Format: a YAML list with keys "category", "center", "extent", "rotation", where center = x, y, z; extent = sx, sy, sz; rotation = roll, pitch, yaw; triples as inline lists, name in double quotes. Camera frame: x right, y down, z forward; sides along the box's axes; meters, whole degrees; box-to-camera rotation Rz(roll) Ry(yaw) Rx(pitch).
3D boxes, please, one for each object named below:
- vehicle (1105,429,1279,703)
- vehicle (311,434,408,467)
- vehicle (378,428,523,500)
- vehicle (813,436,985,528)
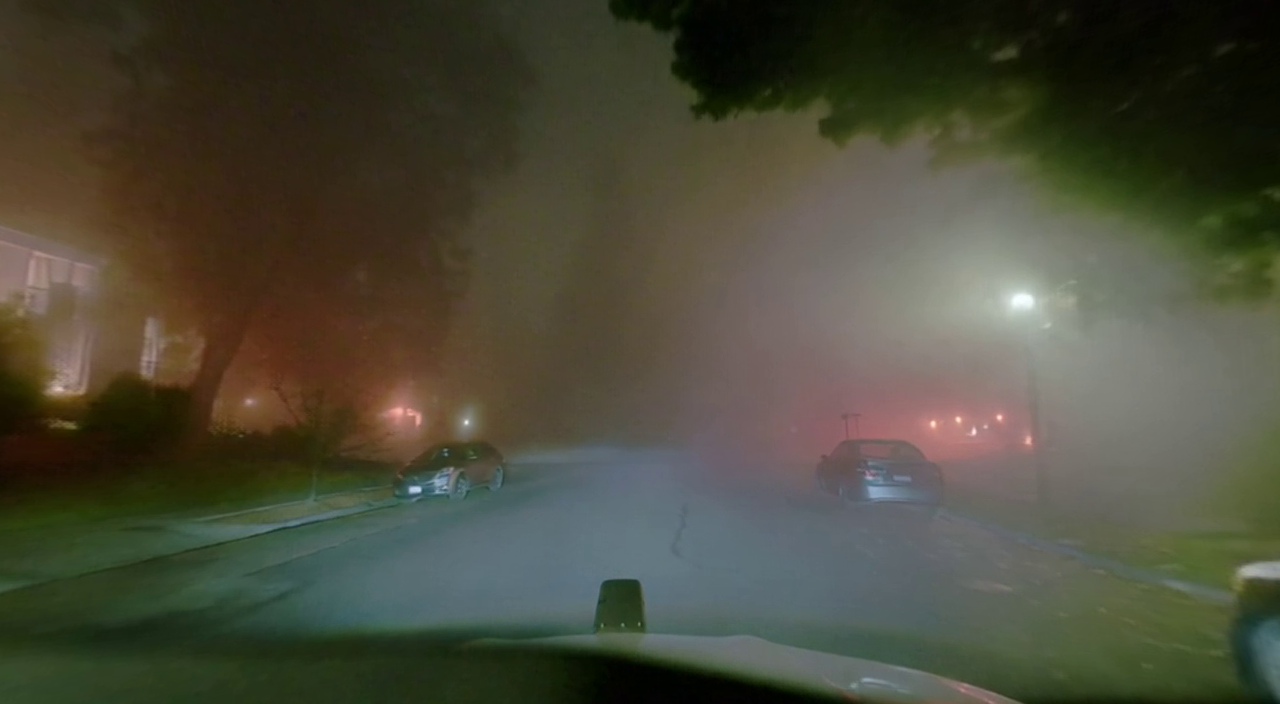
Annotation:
- category: "vehicle"
  center: [3.711, 0.882, 1.391]
  extent: [2.088, 1.429, 4.796]
  rotation: [0, -8, 6]
- category: "vehicle"
  center: [-17.180, 6.069, 38.735]
  extent: [4.879, 1.867, 2.234]
  rotation: [2, -8, -4]
- category: "vehicle"
  center: [-4.805, 2.987, 16.695]
  extent: [1.943, 1.433, 4.717]
  rotation: [-7, -11, 6]
- category: "vehicle"
  center: [4.848, 2.422, 12.601]
  extent: [1.931, 1.395, 4.793]
  rotation: [1, -7, 7]
